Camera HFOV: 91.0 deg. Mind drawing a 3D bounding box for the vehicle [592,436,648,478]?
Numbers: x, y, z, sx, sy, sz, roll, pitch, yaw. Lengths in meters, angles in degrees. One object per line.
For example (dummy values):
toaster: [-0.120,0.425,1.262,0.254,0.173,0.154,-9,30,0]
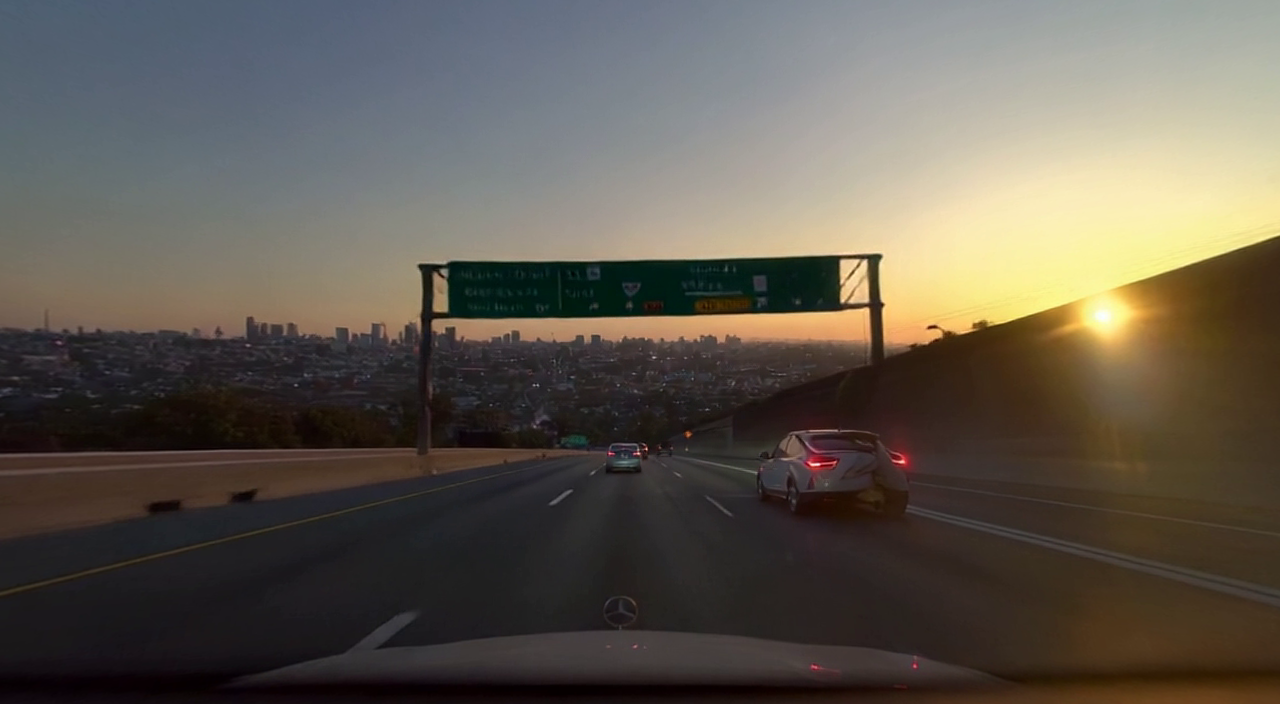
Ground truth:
vehicle: [-0.787,4.307,25.973,2.147,1.576,3.964,0,-8,-1]
